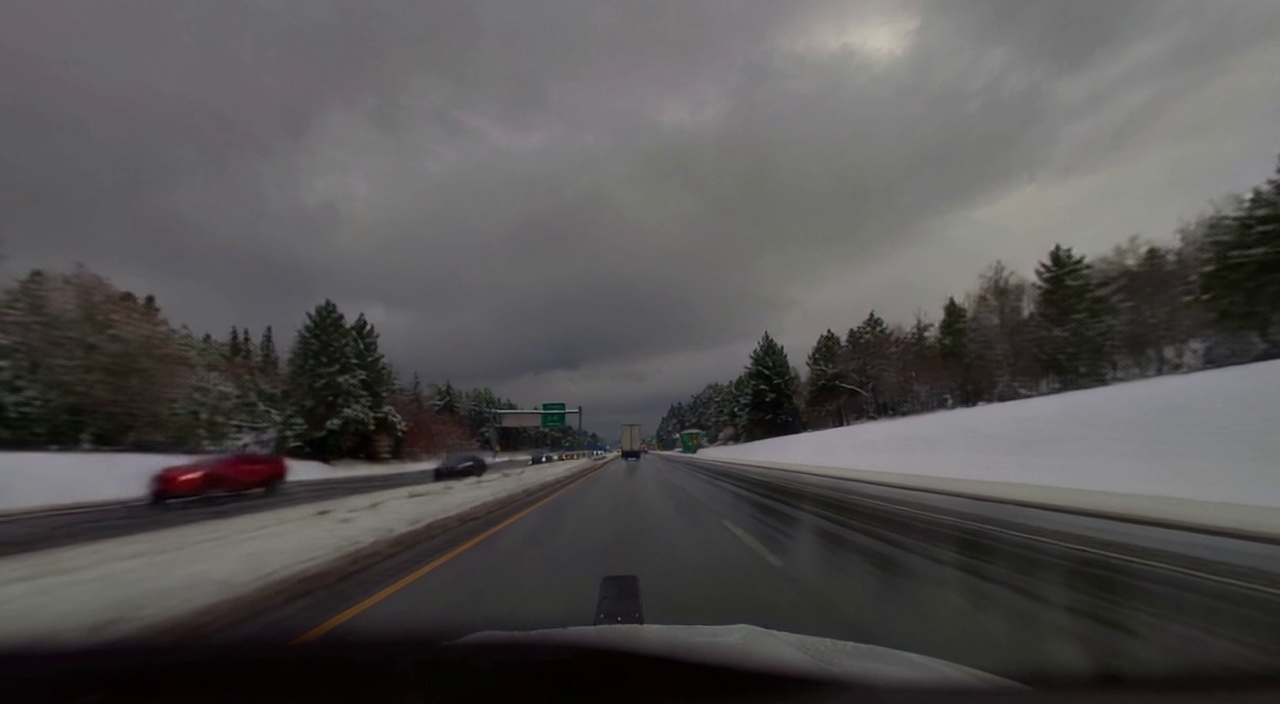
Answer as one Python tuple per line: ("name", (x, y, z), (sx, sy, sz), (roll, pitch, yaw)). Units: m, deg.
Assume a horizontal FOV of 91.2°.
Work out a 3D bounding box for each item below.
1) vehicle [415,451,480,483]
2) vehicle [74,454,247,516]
("vehicle", (-9.715, 5.802, 31.996), (1.888, 1.509, 4.461), (0, -9, 0))
("vehicle", (-14.162, 3.908, 18.898), (1.887, 1.573, 4.187), (0, -9, 0))
